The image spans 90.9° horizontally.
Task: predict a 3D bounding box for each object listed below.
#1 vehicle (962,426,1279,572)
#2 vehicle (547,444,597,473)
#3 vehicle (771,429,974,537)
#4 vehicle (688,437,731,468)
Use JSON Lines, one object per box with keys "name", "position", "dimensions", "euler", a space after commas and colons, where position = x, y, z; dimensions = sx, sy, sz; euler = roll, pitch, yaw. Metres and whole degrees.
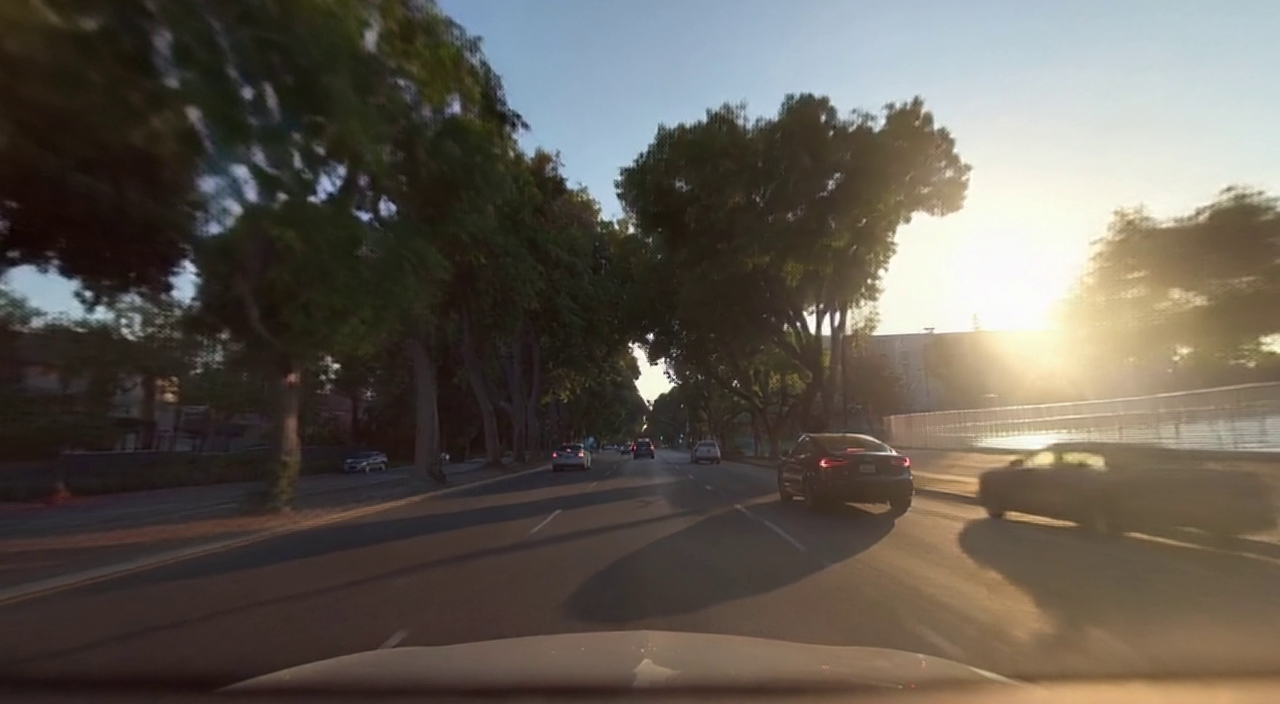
{"name": "vehicle", "position": [6.830, 1.878, 8.959], "dimensions": [2.040, 1.509, 4.618], "euler": [0, -8, 0]}
{"name": "vehicle", "position": [-3.299, 5.227, 31.199], "dimensions": [2.013, 1.354, 3.908], "euler": [0, -8, 1]}
{"name": "vehicle", "position": [3.716, 2.150, 11.019], "dimensions": [1.919, 1.502, 4.232], "euler": [0, -8, 0]}
{"name": "vehicle", "position": [3.924, 5.783, 36.487], "dimensions": [1.980, 1.709, 4.367], "euler": [0, -8, 0]}
